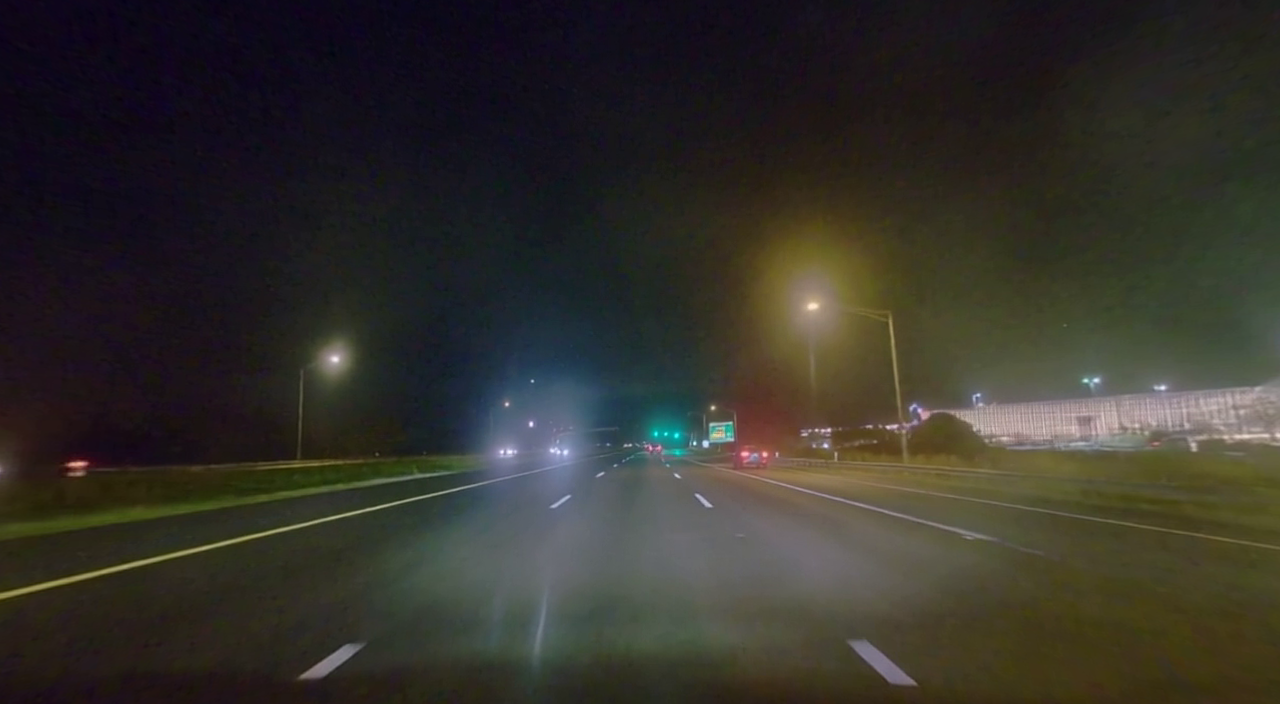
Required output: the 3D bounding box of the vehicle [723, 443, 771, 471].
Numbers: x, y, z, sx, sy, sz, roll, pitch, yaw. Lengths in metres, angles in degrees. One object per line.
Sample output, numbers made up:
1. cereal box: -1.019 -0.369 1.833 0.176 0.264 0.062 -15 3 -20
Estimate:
1. vehicle: 6.520 6.455 38.907 2.085 1.594 4.848 0 -9 0
